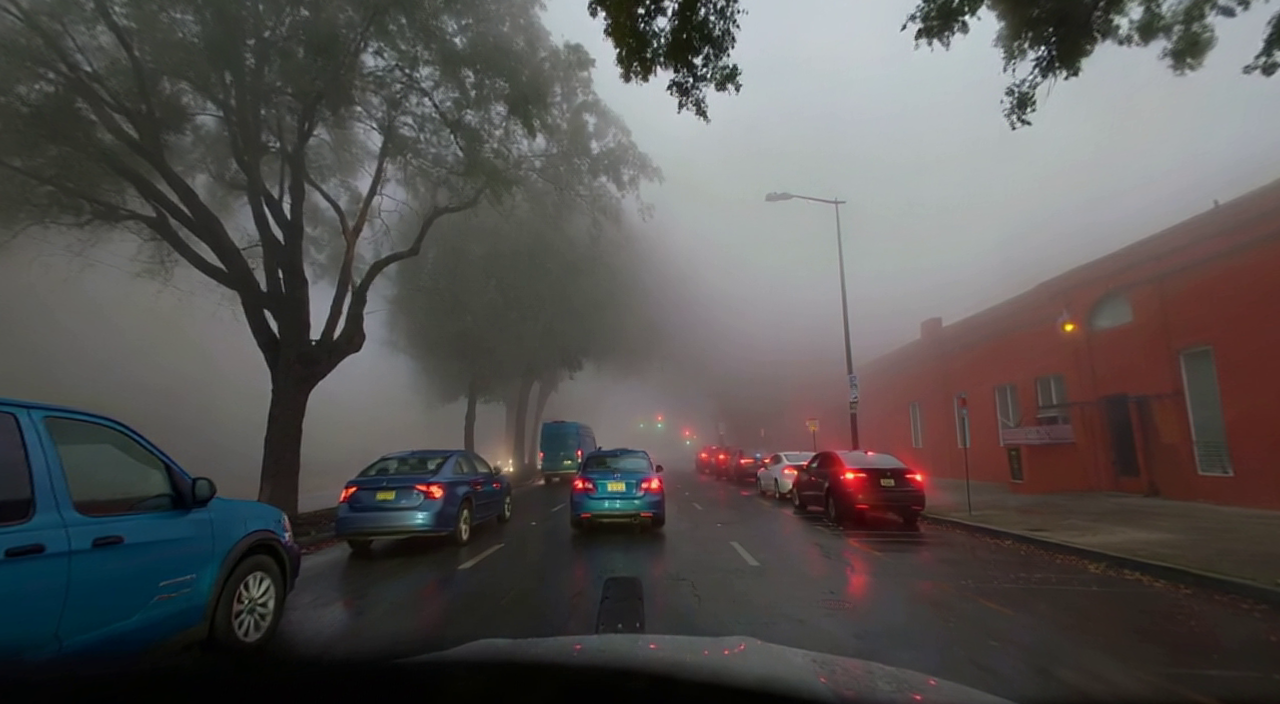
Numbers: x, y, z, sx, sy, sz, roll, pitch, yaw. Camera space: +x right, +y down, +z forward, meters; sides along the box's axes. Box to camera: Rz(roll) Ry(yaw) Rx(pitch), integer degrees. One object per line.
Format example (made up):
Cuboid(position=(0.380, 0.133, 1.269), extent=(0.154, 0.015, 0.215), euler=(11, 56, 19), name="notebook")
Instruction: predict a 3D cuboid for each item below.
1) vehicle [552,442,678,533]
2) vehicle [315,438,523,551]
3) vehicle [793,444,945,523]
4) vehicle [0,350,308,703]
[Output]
Cuboid(position=(-0.414, 2.623, 12.824), extent=(2.152, 1.518, 4.113), euler=(0, -9, 0), name="vehicle")
Cuboid(position=(-3.525, 2.340, 11.116), extent=(1.995, 1.554, 4.426), euler=(0, -9, 1), name="vehicle")
Cuboid(position=(4.902, 2.847, 14.173), extent=(1.832, 1.491, 4.054), euler=(1, -9, -1), name="vehicle")
Cuboid(position=(-3.727, 0.867, 2.524), extent=(2.140, 1.768, 4.685), euler=(0, -9, 1), name="vehicle")
